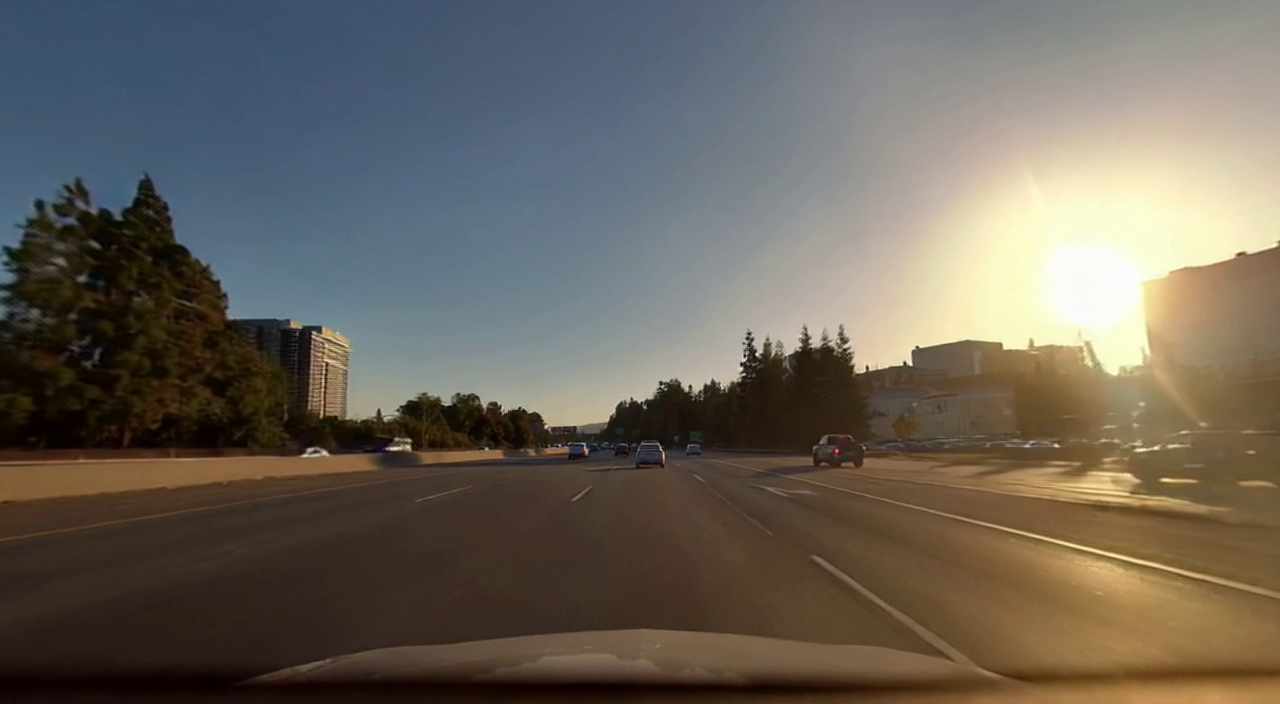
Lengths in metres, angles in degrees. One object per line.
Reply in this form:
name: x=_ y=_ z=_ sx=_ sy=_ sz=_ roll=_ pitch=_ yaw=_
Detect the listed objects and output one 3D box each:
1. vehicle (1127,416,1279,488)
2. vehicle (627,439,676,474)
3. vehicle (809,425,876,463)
vehicle: x=18.568 y=3.044 z=19.452 sx=2.304 sy=1.951 sz=5.719 roll=0 pitch=-8 yaw=-3
vehicle: x=0.486 y=4.829 z=29.354 sx=2.112 sy=1.482 sz=4.082 roll=0 pitch=-8 yaw=0
vehicle: x=13.793 y=6.353 z=43.485 sx=2.336 sy=2.415 sz=6.056 roll=0 pitch=-8 yaw=-3
